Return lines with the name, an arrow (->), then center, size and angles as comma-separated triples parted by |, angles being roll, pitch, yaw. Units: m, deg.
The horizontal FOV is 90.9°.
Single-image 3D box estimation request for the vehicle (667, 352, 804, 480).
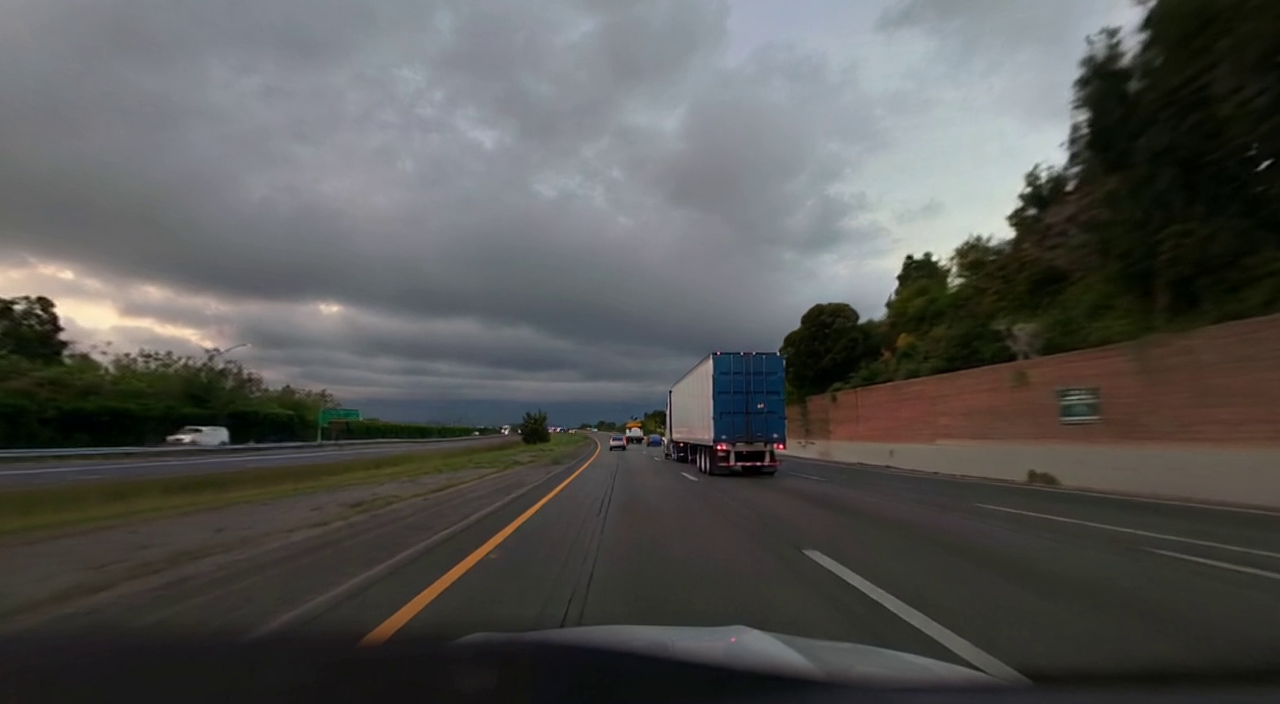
vehicle -> 3.303, 2.914, 26.994 | 2.965, 4.033, 14.299 | 0, -7, -3
